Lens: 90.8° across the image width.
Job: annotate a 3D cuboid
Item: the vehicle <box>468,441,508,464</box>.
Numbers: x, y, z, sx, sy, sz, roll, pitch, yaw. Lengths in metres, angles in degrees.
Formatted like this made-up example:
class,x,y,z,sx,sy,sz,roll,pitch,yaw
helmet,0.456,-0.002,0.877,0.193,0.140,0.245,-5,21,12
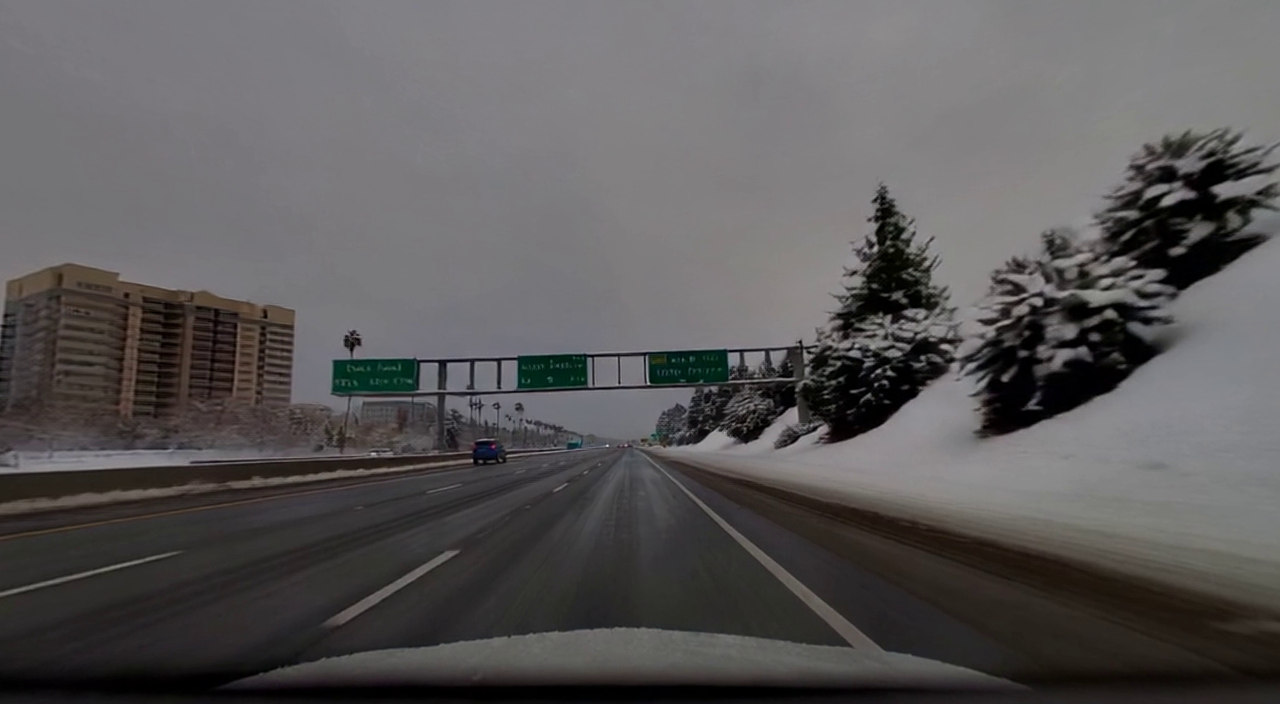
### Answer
class,x,y,z,sx,sy,sz,roll,pitch,yaw
vehicle,-11.952,7.925,49.903,2.016,1.754,4.543,0,-8,0
